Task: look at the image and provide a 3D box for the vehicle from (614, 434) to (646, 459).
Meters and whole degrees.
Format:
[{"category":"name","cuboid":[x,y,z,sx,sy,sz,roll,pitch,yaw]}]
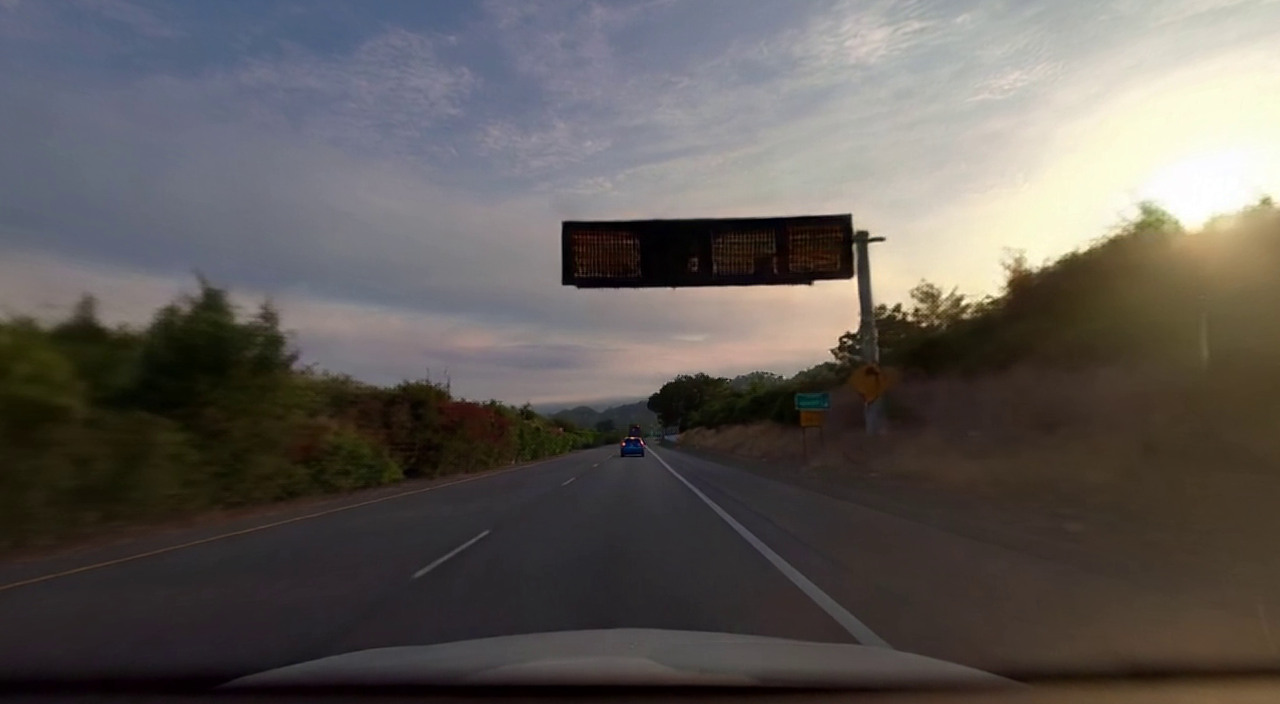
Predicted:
[{"category":"vehicle","cuboid":[-0.712,6.661,44.538,2.180,1.717,4.139,0,-8,-1]}]
